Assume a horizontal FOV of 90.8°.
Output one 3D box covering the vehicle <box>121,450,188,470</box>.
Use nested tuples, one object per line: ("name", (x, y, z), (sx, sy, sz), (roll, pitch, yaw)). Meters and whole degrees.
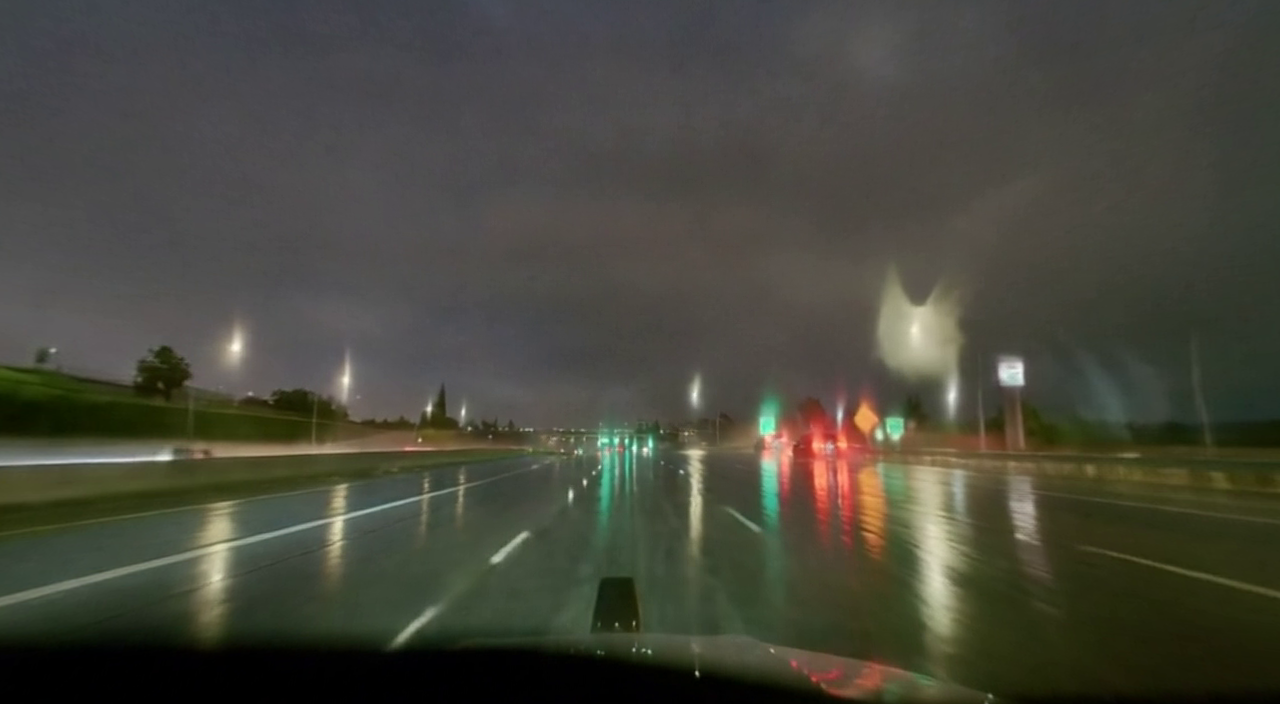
("vehicle", (-37.970, 8.442, 49.584), (1.790, 1.451, 4.558), (0, -9, -2))
